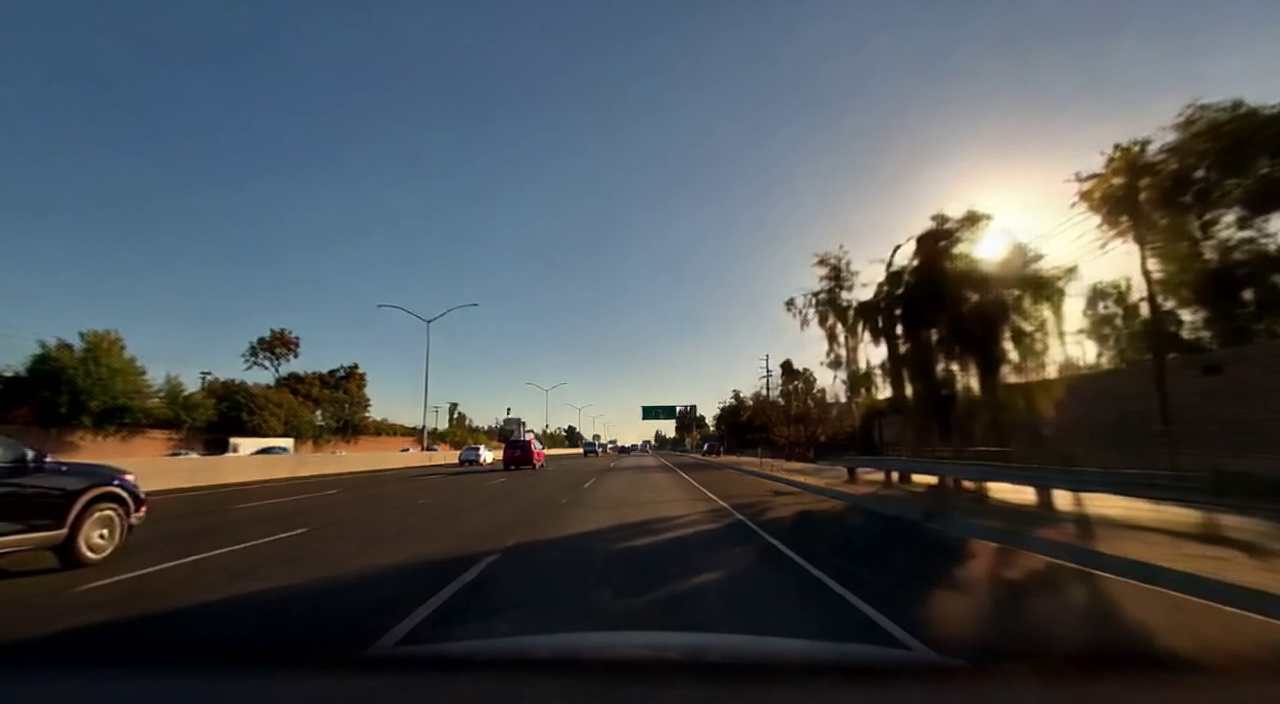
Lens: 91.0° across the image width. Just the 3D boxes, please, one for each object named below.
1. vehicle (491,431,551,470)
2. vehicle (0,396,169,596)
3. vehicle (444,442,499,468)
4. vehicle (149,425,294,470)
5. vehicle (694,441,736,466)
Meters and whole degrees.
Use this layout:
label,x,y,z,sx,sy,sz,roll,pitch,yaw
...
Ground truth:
label,x,y,z,sx,sy,sz,roll,pitch,yaw
vehicle,-6.340,5.365,34.242,2.255,1.934,4.868,0,-9,1
vehicle,-6.543,1.166,4.974,2.058,1.698,4.567,0,-9,0
vehicle,-10.099,6.214,38.123,2.042,1.485,4.395,0,-9,1
vehicle,-29.509,6.886,45.325,3.062,2.818,10.542,0,-9,1
vehicle,4.922,6.764,41.956,2.251,1.520,4.550,1,-9,0
